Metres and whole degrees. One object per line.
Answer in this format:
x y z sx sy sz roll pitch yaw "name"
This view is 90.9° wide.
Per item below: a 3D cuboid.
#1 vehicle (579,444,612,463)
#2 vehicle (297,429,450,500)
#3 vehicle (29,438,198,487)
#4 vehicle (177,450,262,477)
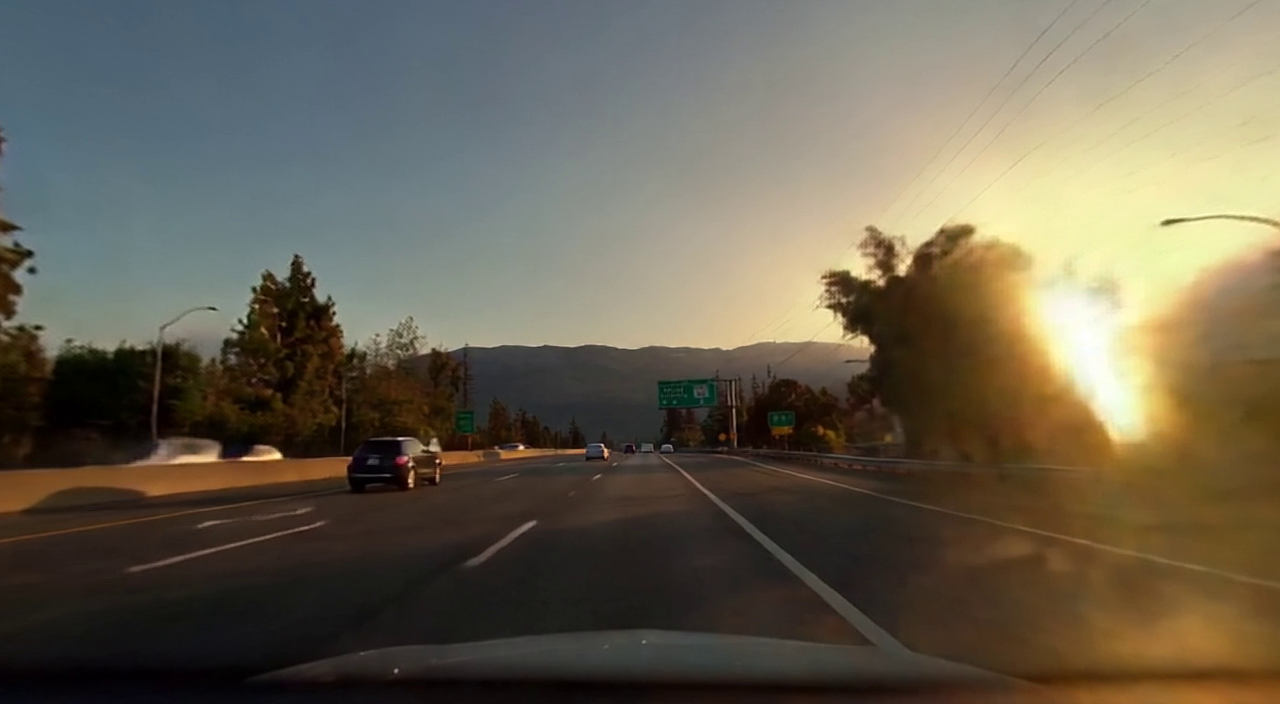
-3.355 7.707 48.111 2.048 1.368 4.613 0 -9 1 "vehicle"
-7.233 3.106 17.809 2.118 1.696 4.836 0 -9 1 "vehicle"
-18.312 3.848 22.303 1.922 1.510 4.669 0 -9 1 "vehicle"
-25.829 6.823 38.902 2.001 1.498 4.611 0 -9 1 "vehicle"
